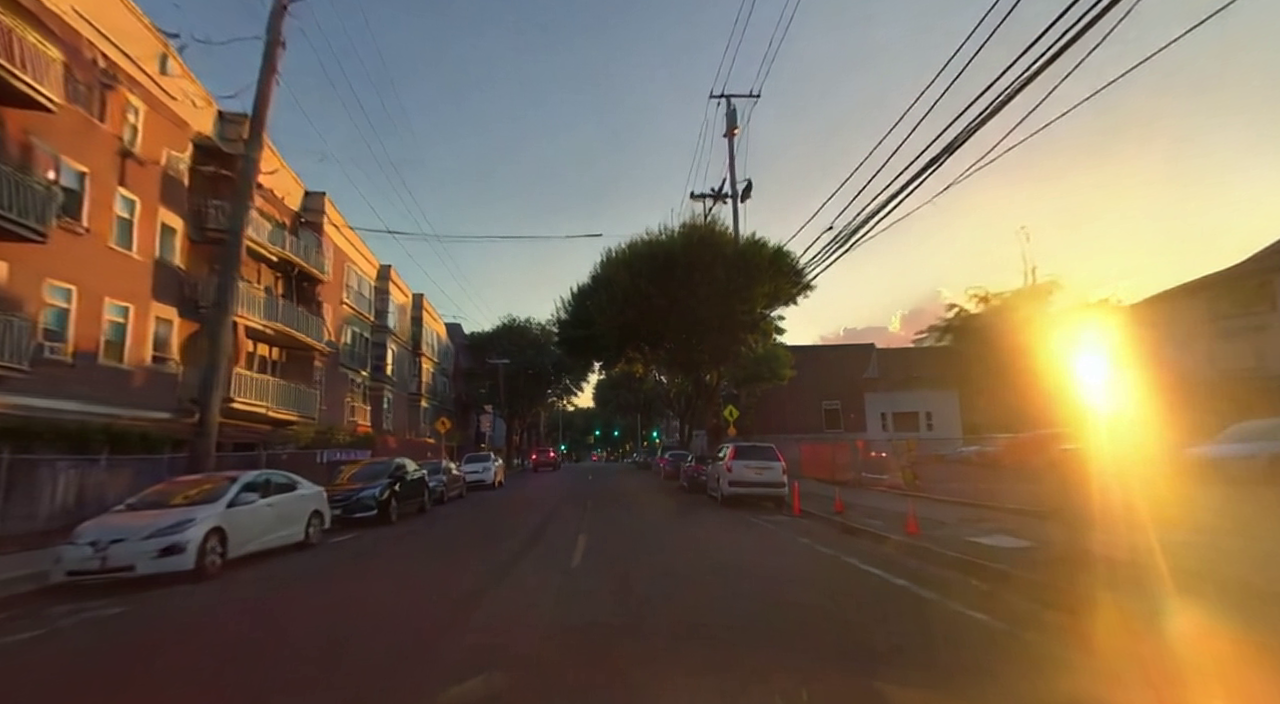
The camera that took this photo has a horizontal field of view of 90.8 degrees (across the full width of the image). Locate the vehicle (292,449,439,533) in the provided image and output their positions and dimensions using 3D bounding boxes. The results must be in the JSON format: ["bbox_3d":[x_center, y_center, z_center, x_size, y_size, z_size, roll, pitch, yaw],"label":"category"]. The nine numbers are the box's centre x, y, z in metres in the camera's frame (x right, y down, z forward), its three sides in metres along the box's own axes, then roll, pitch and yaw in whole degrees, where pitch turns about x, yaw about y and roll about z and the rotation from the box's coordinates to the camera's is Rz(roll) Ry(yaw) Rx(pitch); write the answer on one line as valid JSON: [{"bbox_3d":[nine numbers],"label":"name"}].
[{"bbox_3d":[-6.372,3.210,15.250,1.996,1.695,4.127,1,-9,-6],"label":"vehicle"}]

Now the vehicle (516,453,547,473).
[{"bbox_3d":[-8.357,8.573,48.886,1.968,1.450,4.271,0,-9,-4],"label":"vehicle"}]

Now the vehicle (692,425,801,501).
[{"bbox_3d":[2.861,3.306,18.115,1.994,1.857,4.393,2,-14,-5],"label":"vehicle"}]

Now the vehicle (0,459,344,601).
[{"bbox_3d":[-6.169,2.390,9.063,1.967,1.483,4.347,1,-12,-4],"label":"vehicle"}]
